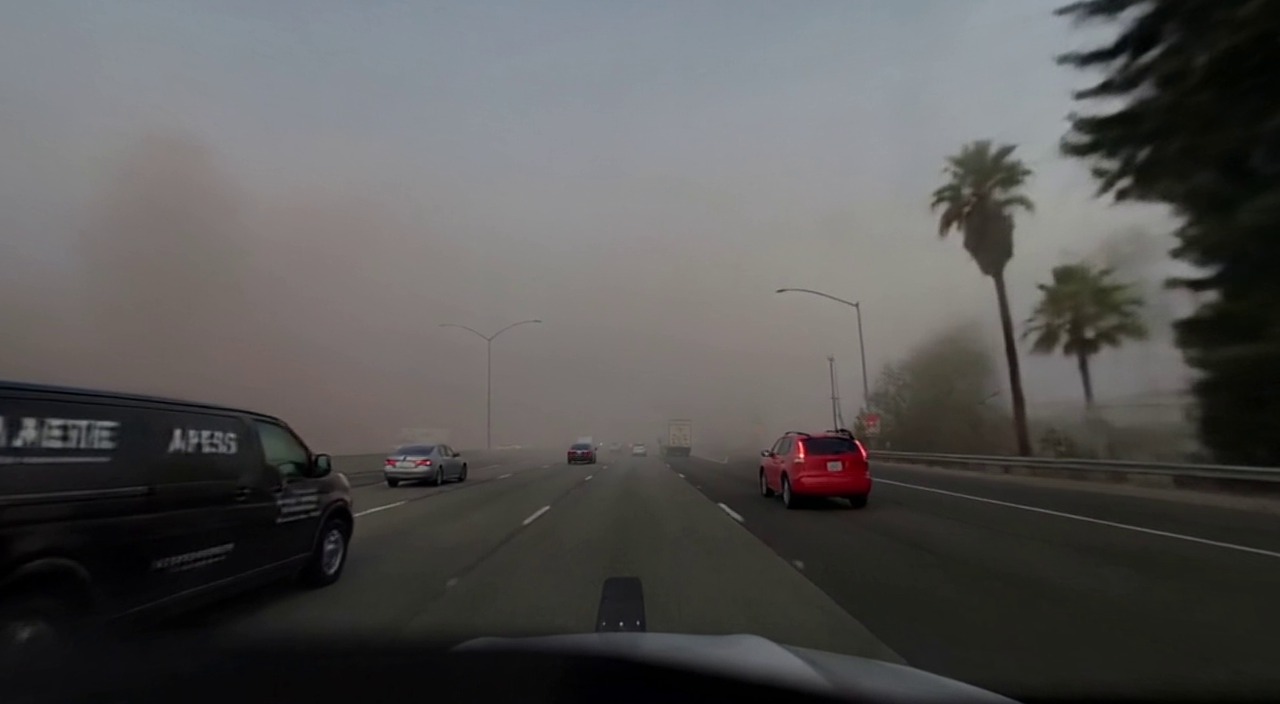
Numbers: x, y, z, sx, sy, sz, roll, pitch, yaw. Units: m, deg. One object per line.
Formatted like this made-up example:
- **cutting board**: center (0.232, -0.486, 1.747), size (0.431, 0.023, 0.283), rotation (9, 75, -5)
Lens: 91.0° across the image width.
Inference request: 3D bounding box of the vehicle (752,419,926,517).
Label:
- **vehicle**: center (3.842, 2.340, 13.184), size (2.124, 1.674, 4.494), rotation (0, -9, 0)

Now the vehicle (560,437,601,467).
- **vehicle**: center (-3.578, 6.117, 38.569), size (2.017, 1.683, 4.094), rotation (0, -9, 1)

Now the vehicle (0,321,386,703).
- **vehicle**: center (-4.036, 1.044, 4.489), size (2.215, 1.859, 5.375), rotation (0, -9, 0)

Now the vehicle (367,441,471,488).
- **vehicle**: center (-7.593, 3.897, 22.139), size (2.050, 1.487, 4.372), rotation (0, -9, 0)
